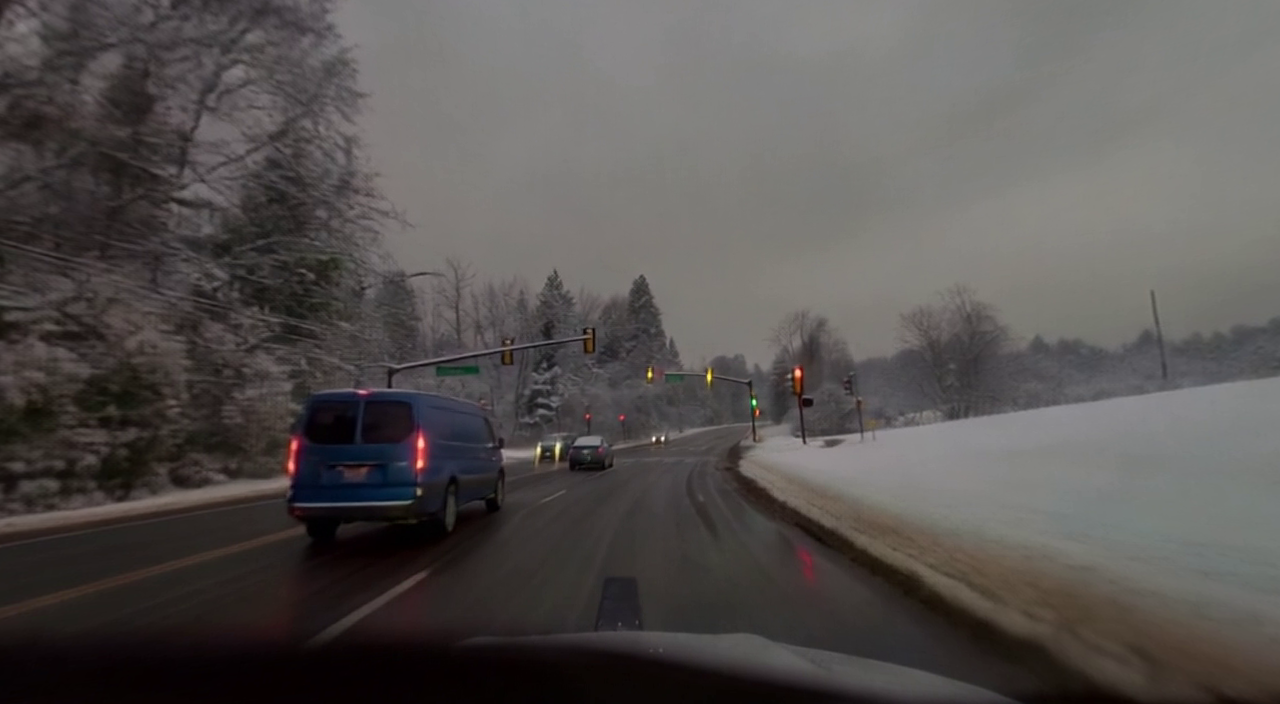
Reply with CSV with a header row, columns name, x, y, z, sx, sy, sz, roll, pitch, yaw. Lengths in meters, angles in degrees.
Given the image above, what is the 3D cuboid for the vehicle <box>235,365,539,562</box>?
name,x,y,z,sx,sy,sz,roll,pitch,yaw
vehicle,-3.235,1.609,9.683,2.362,2.185,5.212,0,-8,2

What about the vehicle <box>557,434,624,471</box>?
name,x,y,z,sx,sy,sz,roll,pitch,yaw
vehicle,-2.093,4.483,28.264,2.088,1.484,4.572,-1,-9,7
